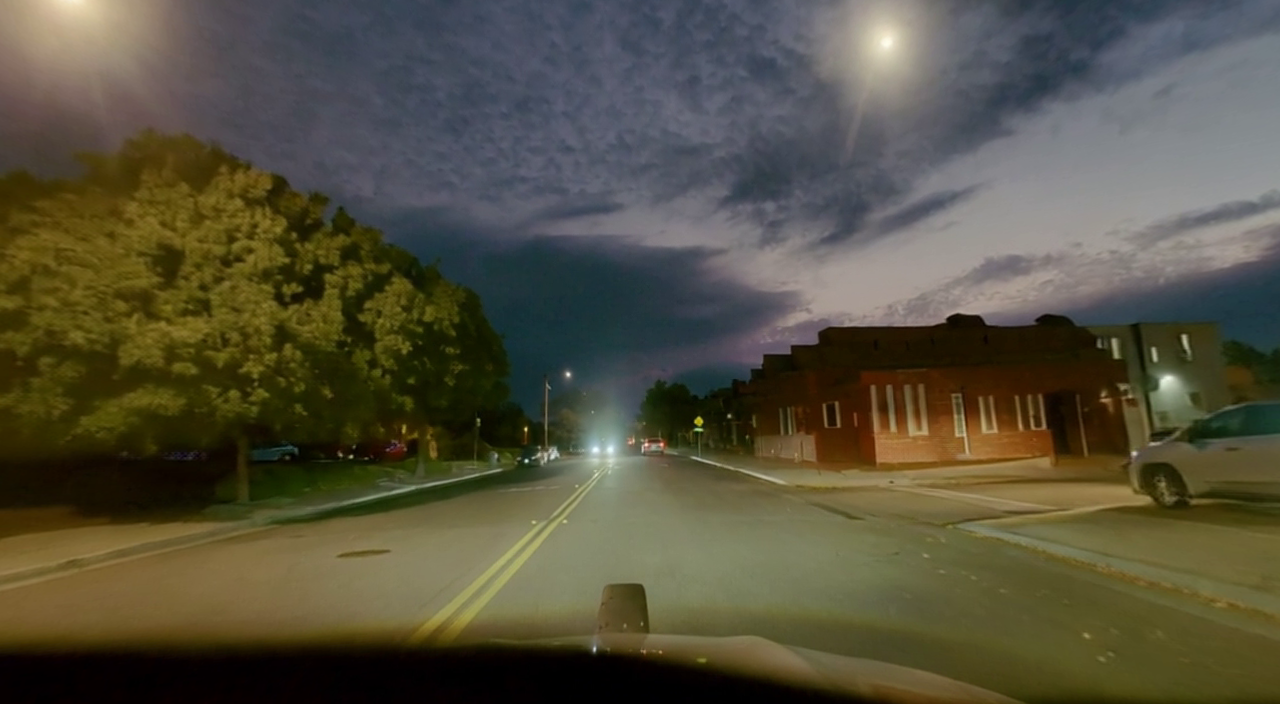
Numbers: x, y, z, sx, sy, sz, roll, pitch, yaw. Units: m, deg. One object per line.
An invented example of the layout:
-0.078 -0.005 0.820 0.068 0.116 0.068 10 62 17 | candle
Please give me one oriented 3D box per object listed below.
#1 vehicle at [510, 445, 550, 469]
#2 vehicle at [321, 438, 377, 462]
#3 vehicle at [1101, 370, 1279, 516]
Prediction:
-7.230 6.946 41.960 1.930 1.463 4.195 -1 -8 0 | vehicle
-21.362 7.206 46.488 1.906 1.596 4.599 -1 -8 1 | vehicle
9.174 1.253 8.667 2.018 1.840 4.662 0 -9 -1 | vehicle
